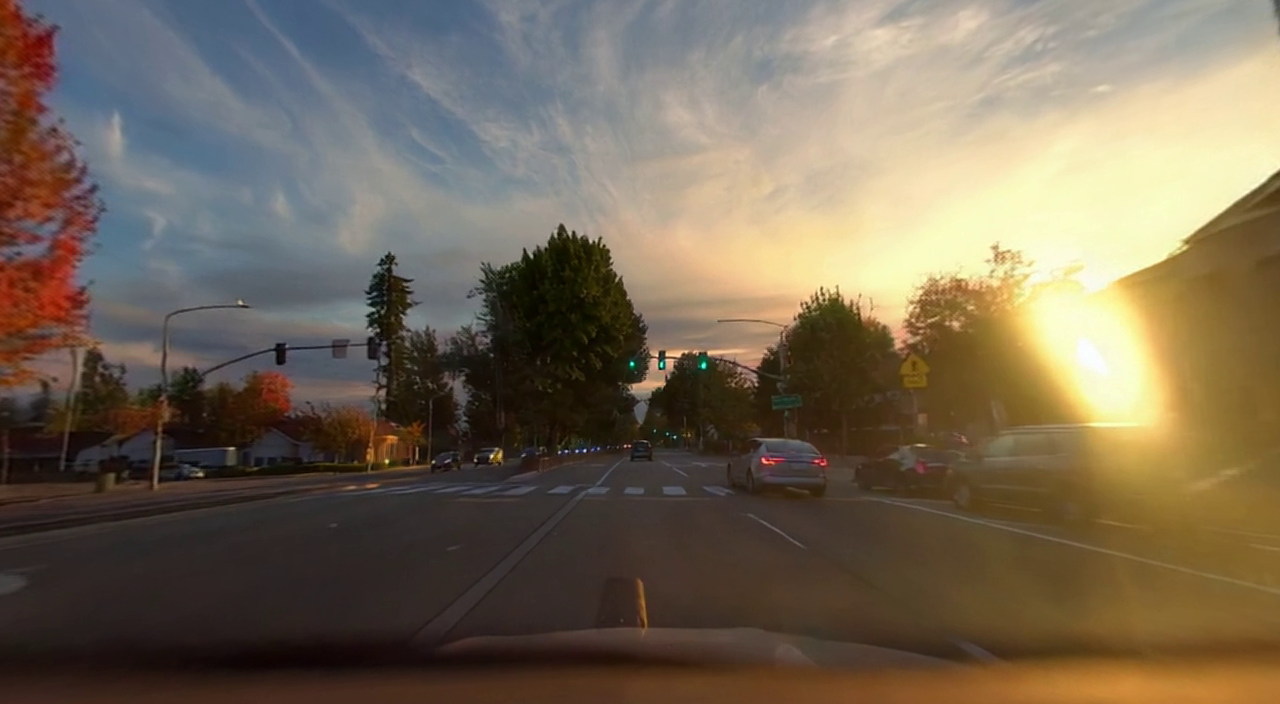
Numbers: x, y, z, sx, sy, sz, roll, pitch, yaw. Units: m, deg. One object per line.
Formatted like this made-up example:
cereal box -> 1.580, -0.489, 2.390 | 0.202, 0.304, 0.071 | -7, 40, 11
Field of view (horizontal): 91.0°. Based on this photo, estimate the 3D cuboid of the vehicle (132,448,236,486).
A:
vehicle -> -35.136, 8.859, 48.627 | 5.947, 2.769, 2.763 | -1, -9, 6

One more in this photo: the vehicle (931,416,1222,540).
vehicle -> 7.150, 2.098, 11.071 | 1.934, 1.723, 4.414 | 0, -9, 0

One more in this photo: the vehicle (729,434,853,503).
vehicle -> 3.736, 2.984, 16.488 | 2.178, 1.546, 4.311 | 0, -9, 0

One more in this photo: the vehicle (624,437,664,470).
vehicle -> 0.204, 6.188, 38.580 | 2.239, 1.856, 4.815 | 0, -9, -1

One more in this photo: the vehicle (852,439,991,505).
vehicle -> 7.198, 3.083, 16.590 | 1.852, 1.494, 3.850 | 0, -9, 0

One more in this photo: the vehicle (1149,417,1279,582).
vehicle -> 7.192, 1.358, 5.604 | 1.876, 1.598, 4.171 | 0, -9, 2
